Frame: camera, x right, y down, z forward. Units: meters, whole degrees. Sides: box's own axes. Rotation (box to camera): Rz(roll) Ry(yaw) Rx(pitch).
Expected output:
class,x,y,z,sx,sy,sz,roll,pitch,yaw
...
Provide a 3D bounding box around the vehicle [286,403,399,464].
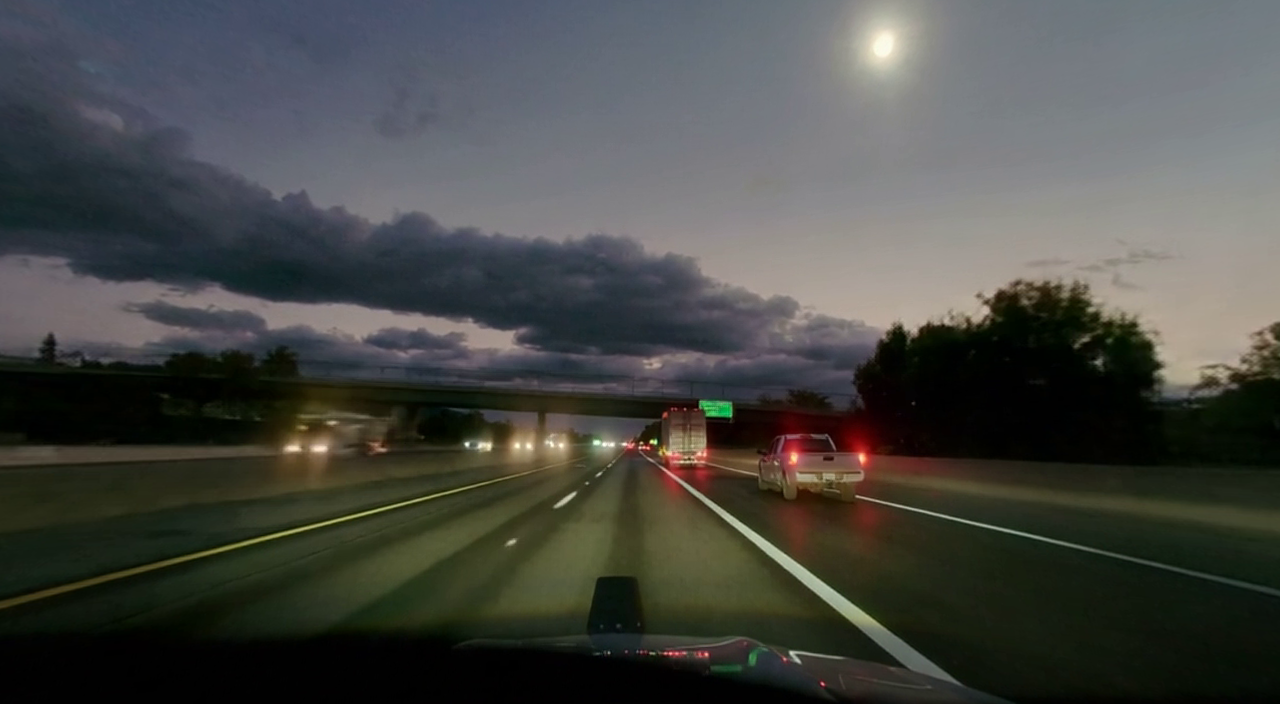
class,x,y,z,sx,sy,sz,roll,pitch,yaw
vehicle,-16.212,4.579,35.050,2.585,3.012,7.417,0,-8,0

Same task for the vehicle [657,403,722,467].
class,x,y,z,sx,sy,sz,roll,pitch,yaw
vehicle,3.510,6.605,49.167,3.323,4.262,14.056,1,-9,-2
